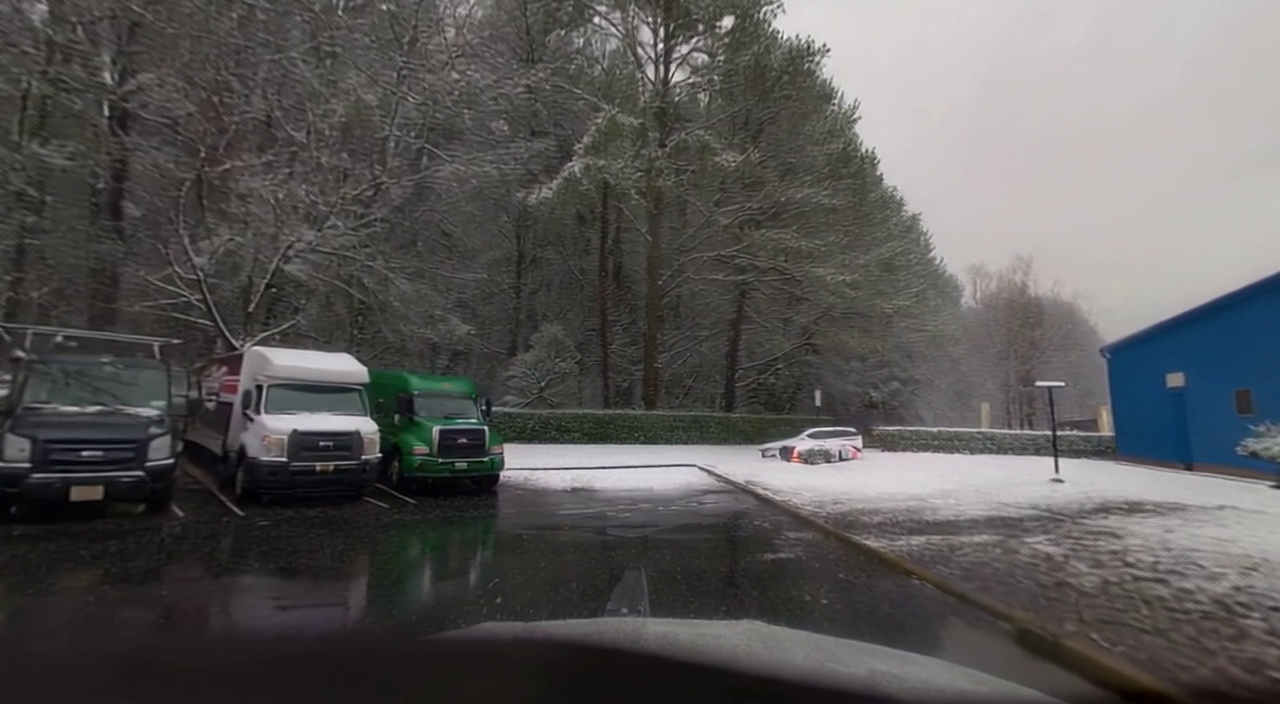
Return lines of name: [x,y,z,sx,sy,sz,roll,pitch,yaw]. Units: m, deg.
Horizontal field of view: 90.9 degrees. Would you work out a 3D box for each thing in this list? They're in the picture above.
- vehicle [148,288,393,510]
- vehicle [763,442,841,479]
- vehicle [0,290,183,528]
vehicle: [-10.509,1.652,16.880,2.948,4.069,11.906,8,-12,-42]
vehicle: [7.235,4.808,28.077,1.809,1.506,3.473,-9,-12,44]
vehicle: [-13.753,1.658,15.058,3.038,3.871,11.512,8,-12,-41]
